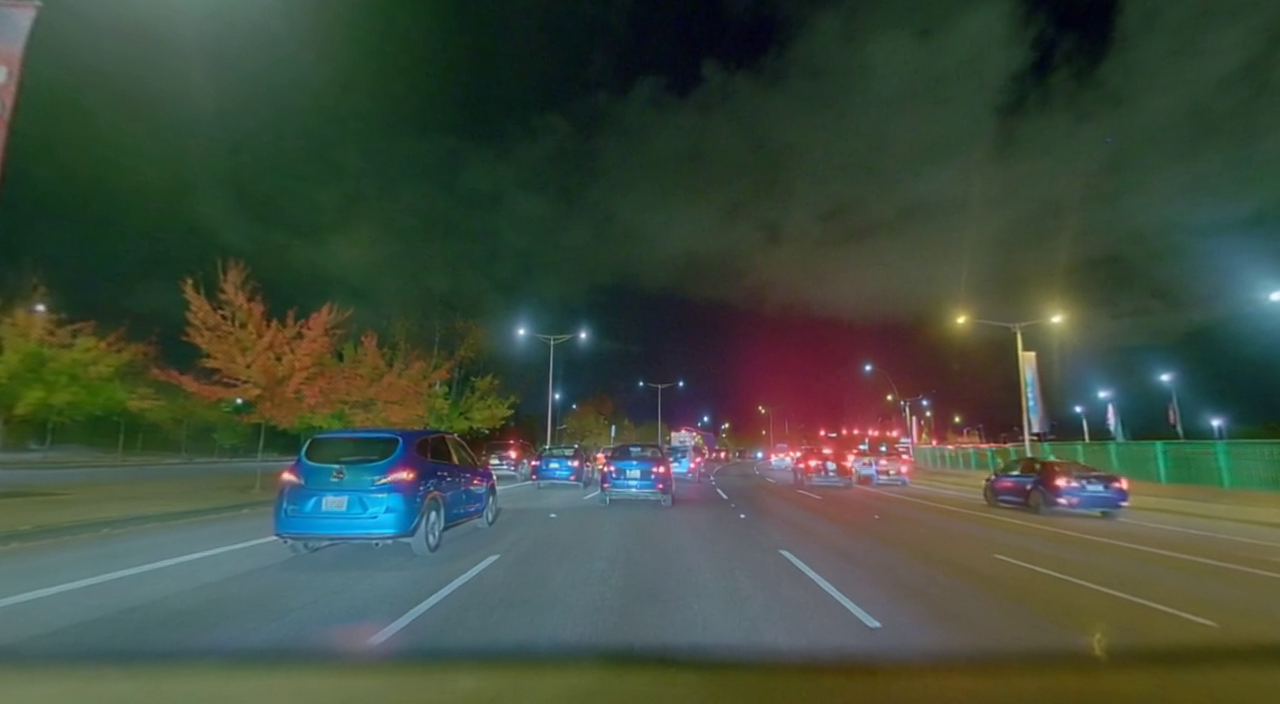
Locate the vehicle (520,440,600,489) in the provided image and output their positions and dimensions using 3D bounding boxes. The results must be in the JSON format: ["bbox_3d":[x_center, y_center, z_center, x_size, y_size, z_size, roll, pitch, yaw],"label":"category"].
[{"bbox_3d":[-2.764,4.037,22.922,1.974,1.549,4.603,0,-9,5],"label":"vehicle"}]

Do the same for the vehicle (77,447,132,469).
[{"bbox_3d":[-39.890,7.847,46.893,3.667,1.465,1.735,-4,-6,24],"label":"vehicle"}]

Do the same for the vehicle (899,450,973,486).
[{"bbox_3d":[15.717,6.159,33.698,2.087,1.745,4.673,0,-9,6],"label":"vehicle"}]

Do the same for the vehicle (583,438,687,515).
[{"bbox_3d":[0.007,2.847,14.925,2.090,1.506,4.276,0,-9,3],"label":"vehicle"}]

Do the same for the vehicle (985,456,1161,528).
[{"bbox_3d":[10.594,3.401,15.798,1.749,1.481,3.808,0,-9,1],"label":"vehicle"}]

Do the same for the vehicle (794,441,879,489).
[{"bbox_3d":[7.020,4.066,22.977,1.944,1.544,4.301,0,-9,3],"label":"vehicle"}]

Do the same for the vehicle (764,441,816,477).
[{"bbox_3d":[8.105,5.818,34.478,2.017,1.746,4.727,0,-9,4],"label":"vehicle"}]

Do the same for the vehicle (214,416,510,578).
[{"bbox_3d":[-3.321,1.823,8.682,1.988,1.635,4.260,0,-9,2],"label":"vehicle"}]
